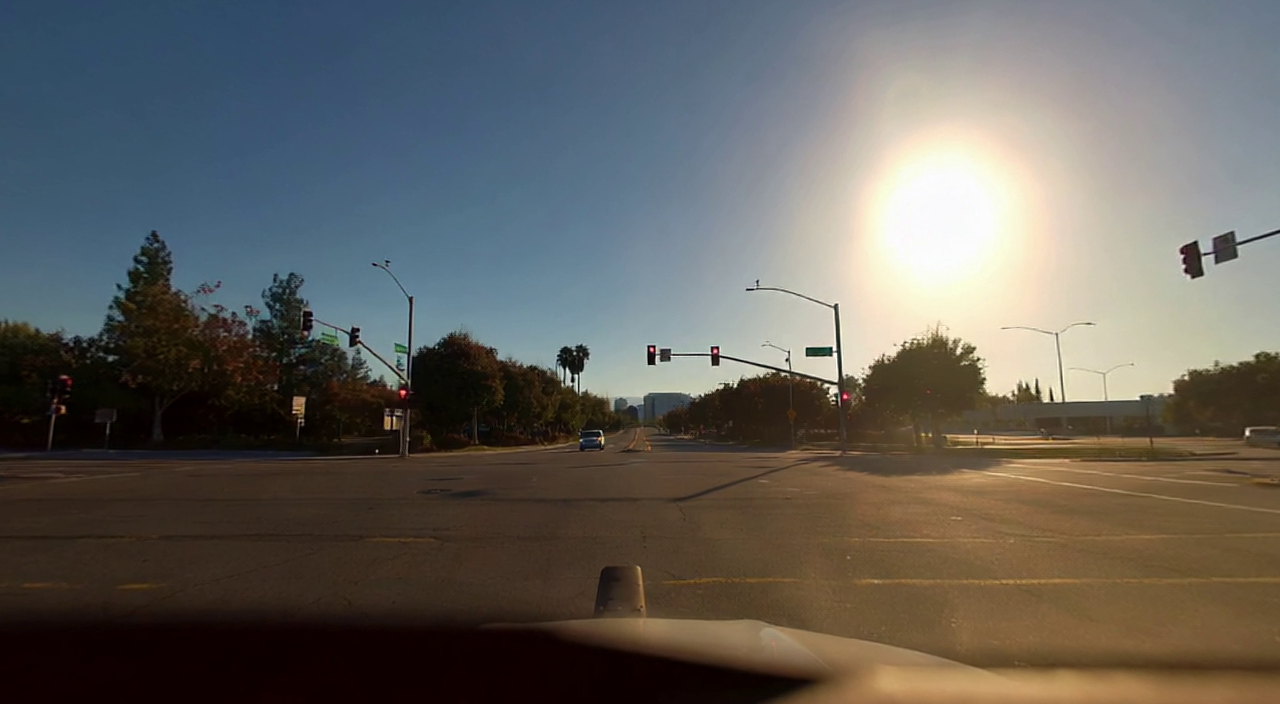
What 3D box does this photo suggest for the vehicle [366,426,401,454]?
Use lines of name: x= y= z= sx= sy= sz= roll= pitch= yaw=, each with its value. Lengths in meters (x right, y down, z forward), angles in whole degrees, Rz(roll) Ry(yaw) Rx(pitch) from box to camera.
vehicle: x=-19.981 y=6.859 z=48.903 sx=1.873 sy=2.079 sz=2.879 roll=6 pitch=-10 yaw=-34
